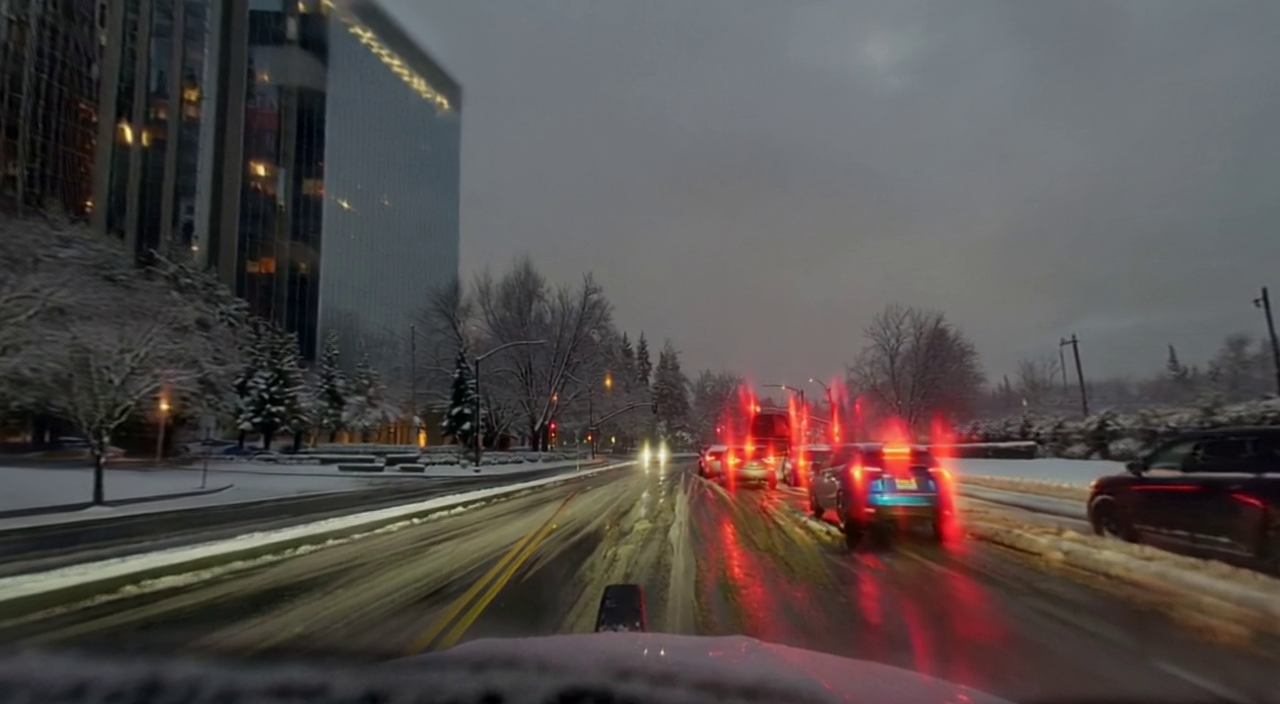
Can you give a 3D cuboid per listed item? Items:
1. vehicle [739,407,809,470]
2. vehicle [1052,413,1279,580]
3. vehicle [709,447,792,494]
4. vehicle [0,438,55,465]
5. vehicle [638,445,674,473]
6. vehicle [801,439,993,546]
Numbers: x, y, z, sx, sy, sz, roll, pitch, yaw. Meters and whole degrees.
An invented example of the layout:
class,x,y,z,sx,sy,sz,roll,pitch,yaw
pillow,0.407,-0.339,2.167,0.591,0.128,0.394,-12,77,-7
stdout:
class,x,y,z,sx,sy,sz,roll,pitch,yaw
vehicle,8.819,6.057,43.381,3.128,3.616,13.736,-1,-9,5
vehicle,7.775,1.646,7.462,2.138,1.738,5.088,1,-9,-3
vehicle,3.946,4.278,23.193,2.183,1.553,3.923,0,-9,-3
vehicle,-45.179,7.206,45.087,4.582,1.636,1.943,-3,-5,-5
vehicle,1.088,6.839,40.526,2.121,1.728,4.161,-1,-9,4
vehicle,4.588,2.534,12.209,2.089,1.609,4.922,-1,-9,6
